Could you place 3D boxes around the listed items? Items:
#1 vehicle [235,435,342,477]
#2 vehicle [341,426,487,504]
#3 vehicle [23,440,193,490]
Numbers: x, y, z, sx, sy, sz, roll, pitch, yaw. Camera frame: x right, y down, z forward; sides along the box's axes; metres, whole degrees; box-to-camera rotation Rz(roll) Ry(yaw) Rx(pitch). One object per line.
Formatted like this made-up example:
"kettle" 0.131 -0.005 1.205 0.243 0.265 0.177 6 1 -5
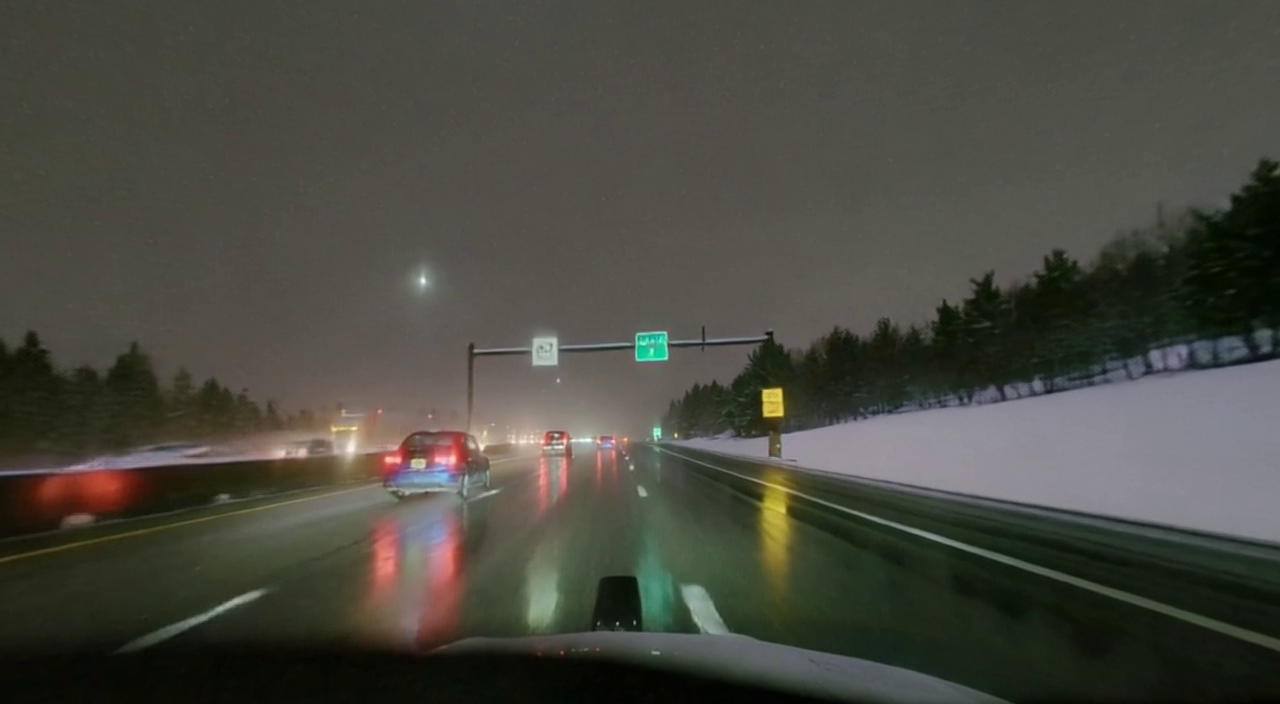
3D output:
"vehicle" -13.786 4.054 24.963 1.849 1.482 4.322 0 -8 -2
"vehicle" -5.046 2.545 14.758 1.953 1.550 4.167 0 -8 -1
"vehicle" -17.894 3.785 21.522 1.852 1.482 4.644 0 -8 -2
